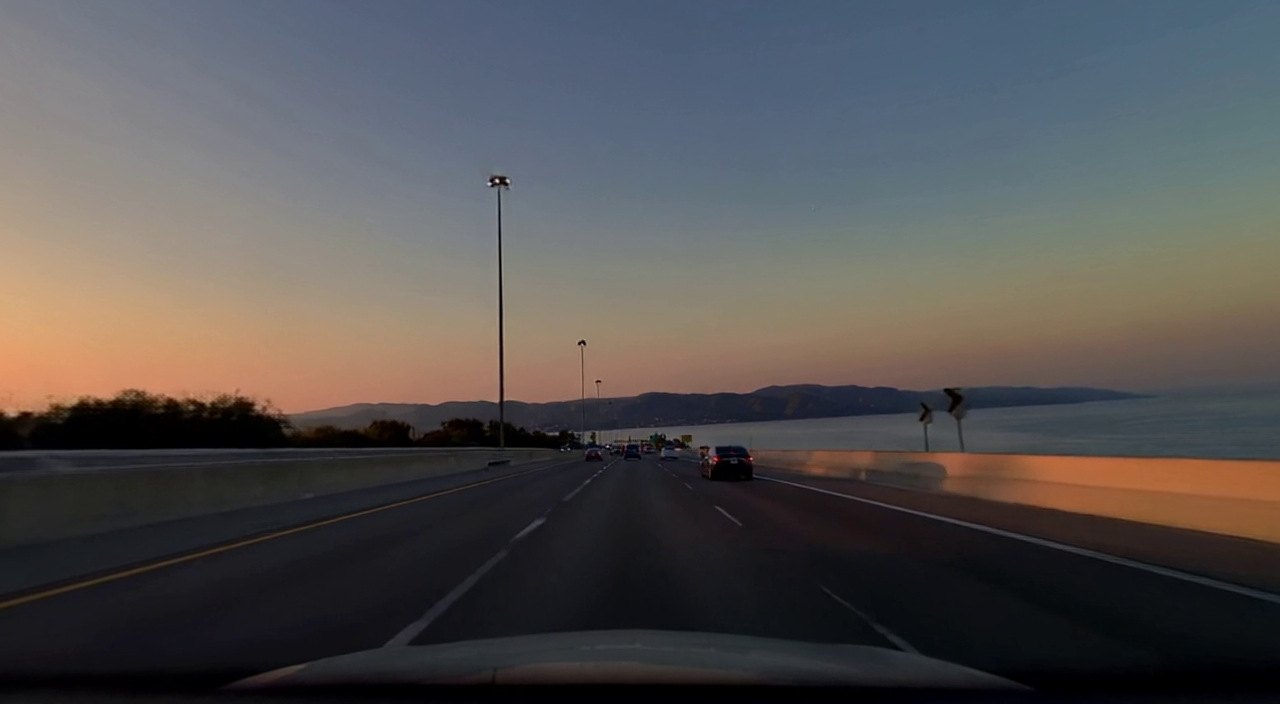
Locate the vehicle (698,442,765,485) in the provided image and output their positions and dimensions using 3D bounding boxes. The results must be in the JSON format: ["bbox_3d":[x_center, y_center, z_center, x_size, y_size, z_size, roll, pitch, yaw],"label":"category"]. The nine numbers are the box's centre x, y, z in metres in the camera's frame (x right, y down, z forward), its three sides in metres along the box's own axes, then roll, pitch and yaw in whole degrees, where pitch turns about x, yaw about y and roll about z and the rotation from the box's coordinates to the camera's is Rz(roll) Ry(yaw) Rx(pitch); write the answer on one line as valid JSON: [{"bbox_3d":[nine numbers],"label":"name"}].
[{"bbox_3d":[3.445,4.276,24.595,1.890,1.490,4.373,0,-8,-1],"label":"vehicle"}]
